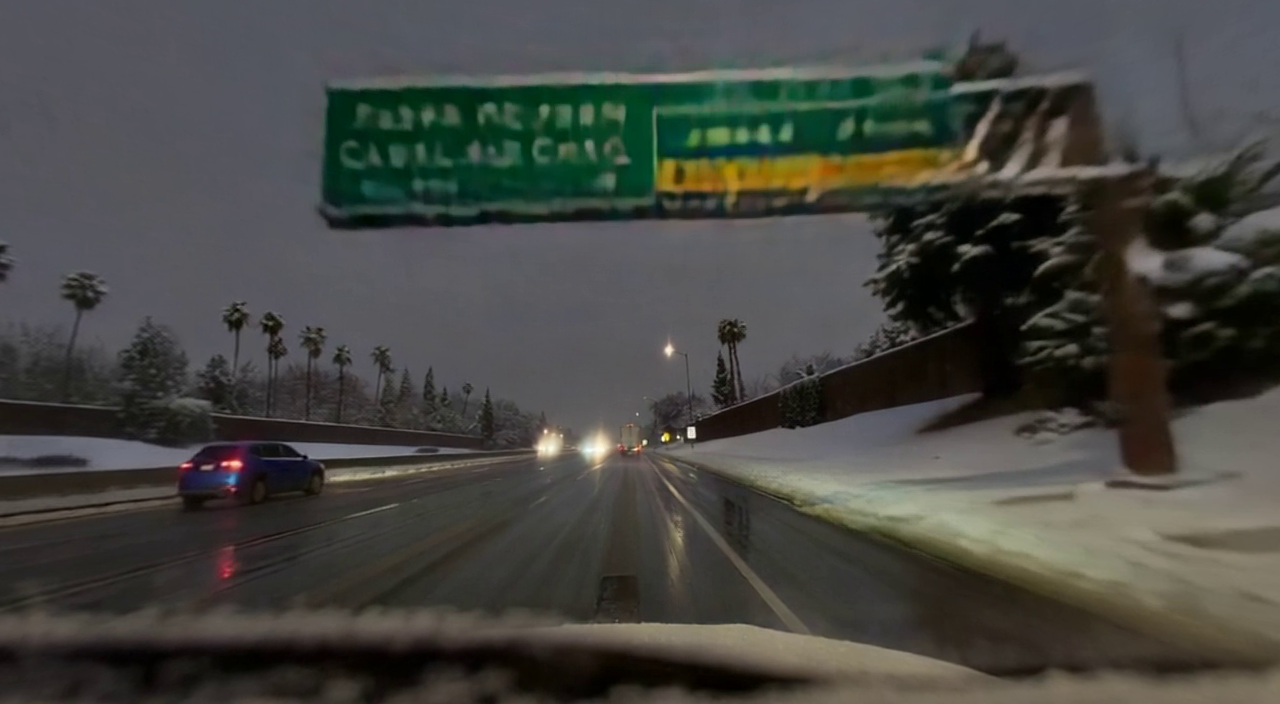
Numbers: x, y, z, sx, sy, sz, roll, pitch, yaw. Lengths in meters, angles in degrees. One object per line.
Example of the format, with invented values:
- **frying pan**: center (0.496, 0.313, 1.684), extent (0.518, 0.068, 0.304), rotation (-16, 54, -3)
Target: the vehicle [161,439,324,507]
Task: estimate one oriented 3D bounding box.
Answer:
- **vehicle**: center (-10.880, 3.315, 17.726), extent (1.897, 1.653, 4.113), rotation (0, -9, -1)
